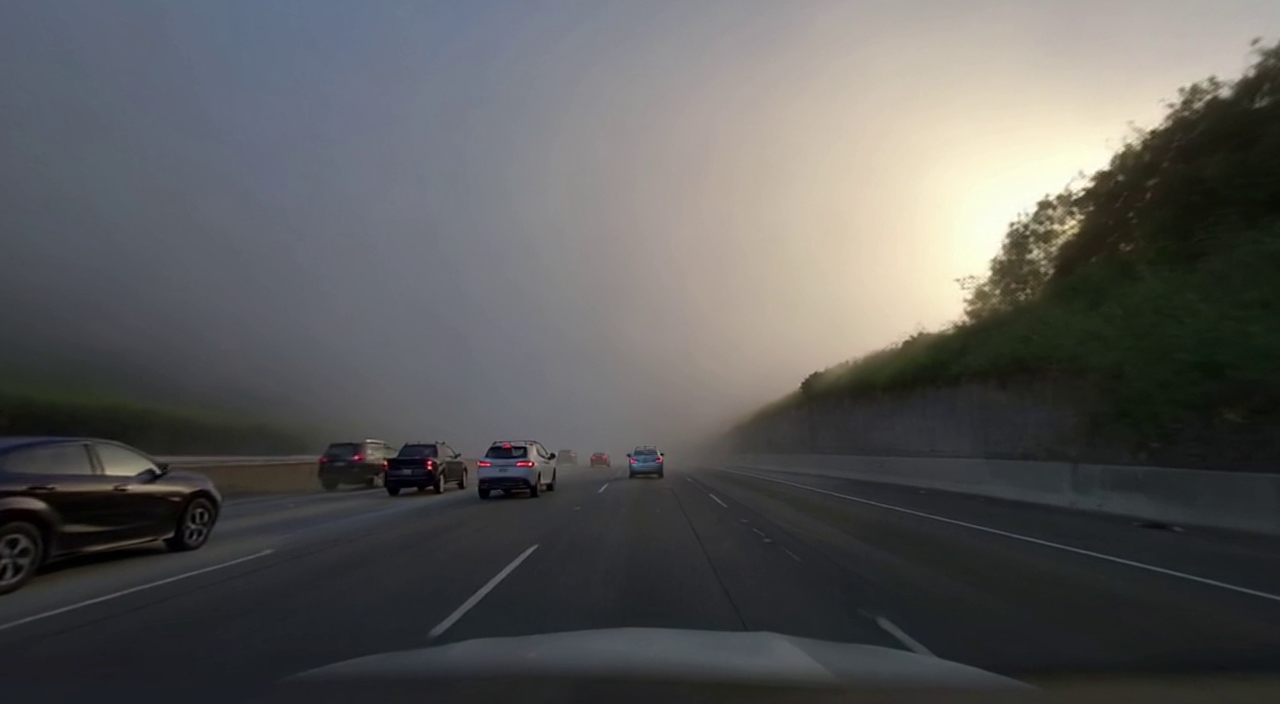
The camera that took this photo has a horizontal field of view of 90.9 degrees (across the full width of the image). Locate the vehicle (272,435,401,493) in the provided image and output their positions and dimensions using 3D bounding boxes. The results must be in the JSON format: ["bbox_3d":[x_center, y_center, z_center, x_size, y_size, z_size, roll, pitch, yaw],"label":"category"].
[{"bbox_3d":[-11.209,4.169,23.865,2.013,1.908,5.617,0,-9,1],"label":"vehicle"}]

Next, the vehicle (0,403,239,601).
[{"bbox_3d":[-6.997,1.530,6.772,2.215,1.797,4.666,0,-9,1],"label":"vehicle"}]

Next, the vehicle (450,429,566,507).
[{"bbox_3d":[-3.422,3.117,17.352,2.093,1.820,4.506,0,-9,1],"label":"vehicle"}]

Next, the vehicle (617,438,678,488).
[{"bbox_3d":[0.261,4.362,25.111,2.233,1.804,4.273,0,-9,0],"label":"vehicle"}]

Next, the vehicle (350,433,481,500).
[{"bbox_3d":[-6.916,3.582,20.224,2.108,1.856,5.214,0,-9,2],"label":"vehicle"}]
